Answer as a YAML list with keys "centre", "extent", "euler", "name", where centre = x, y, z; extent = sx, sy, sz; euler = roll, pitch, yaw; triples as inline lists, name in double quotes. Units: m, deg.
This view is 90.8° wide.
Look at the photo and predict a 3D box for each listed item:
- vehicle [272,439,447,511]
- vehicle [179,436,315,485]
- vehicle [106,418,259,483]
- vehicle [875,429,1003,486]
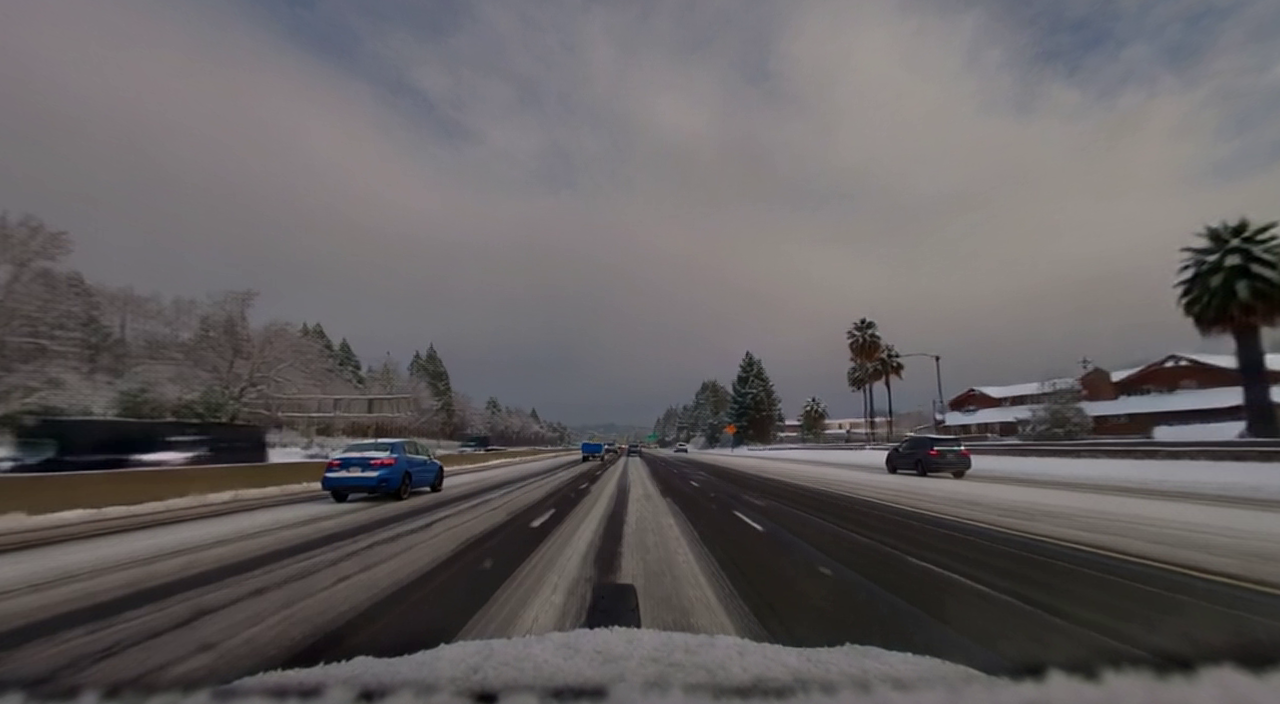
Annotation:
- centre: [-6.622, 2.953, 15.717]
  extent: [2.018, 1.480, 4.999]
  euler: [0, -9, 1]
  name: "vehicle"
- centre: [-14.832, 4.124, 24.269]
  extent: [2.129, 1.694, 4.761]
  euler: [0, -9, 0]
  name: "vehicle"
- centre: [-24.687, 5.400, 34.713]
  extent: [2.883, 3.110, 7.219]
  euler: [0, -9, 0]
  name: "vehicle"
- centre: [10.338, 3.693, 22.315]
  extent: [2.168, 1.792, 4.457]
  euler: [0, -9, -3]
  name: "vehicle"
